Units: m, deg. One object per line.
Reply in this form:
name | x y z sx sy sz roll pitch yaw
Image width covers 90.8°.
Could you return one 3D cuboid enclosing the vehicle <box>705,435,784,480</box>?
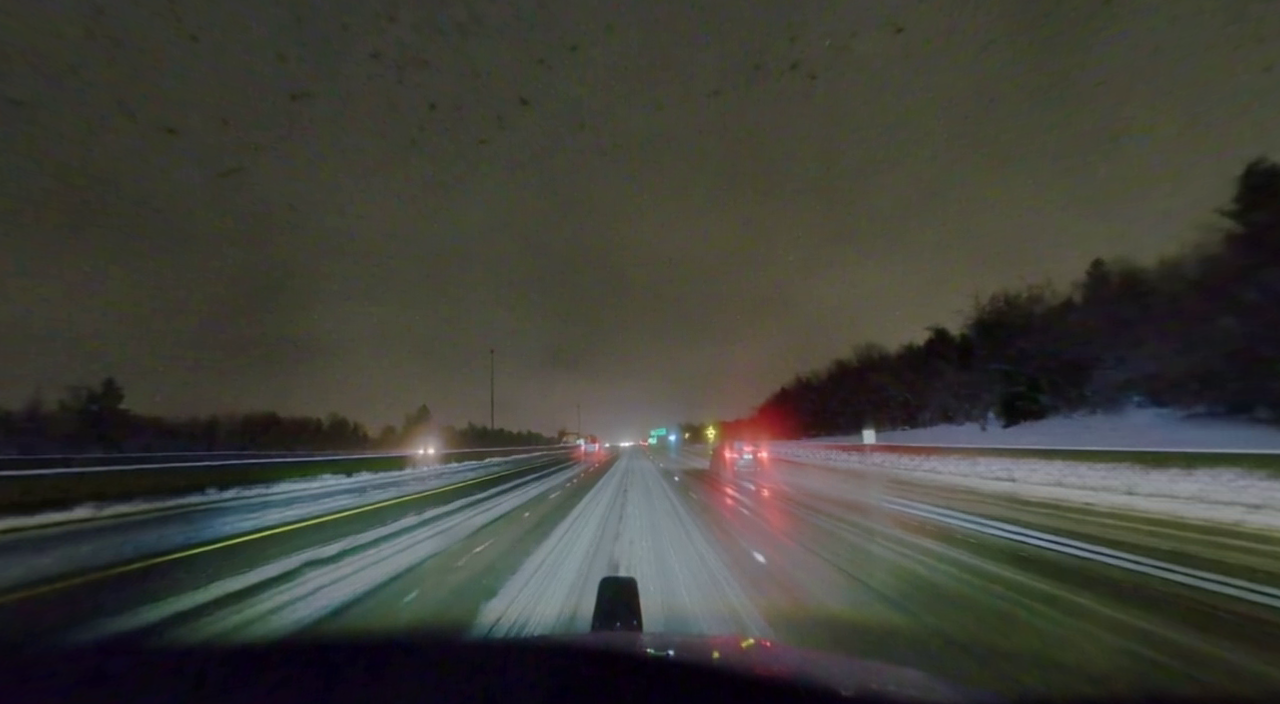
vehicle | 3.789 3.920 23.658 2.060 1.485 4.274 0 -9 -2
